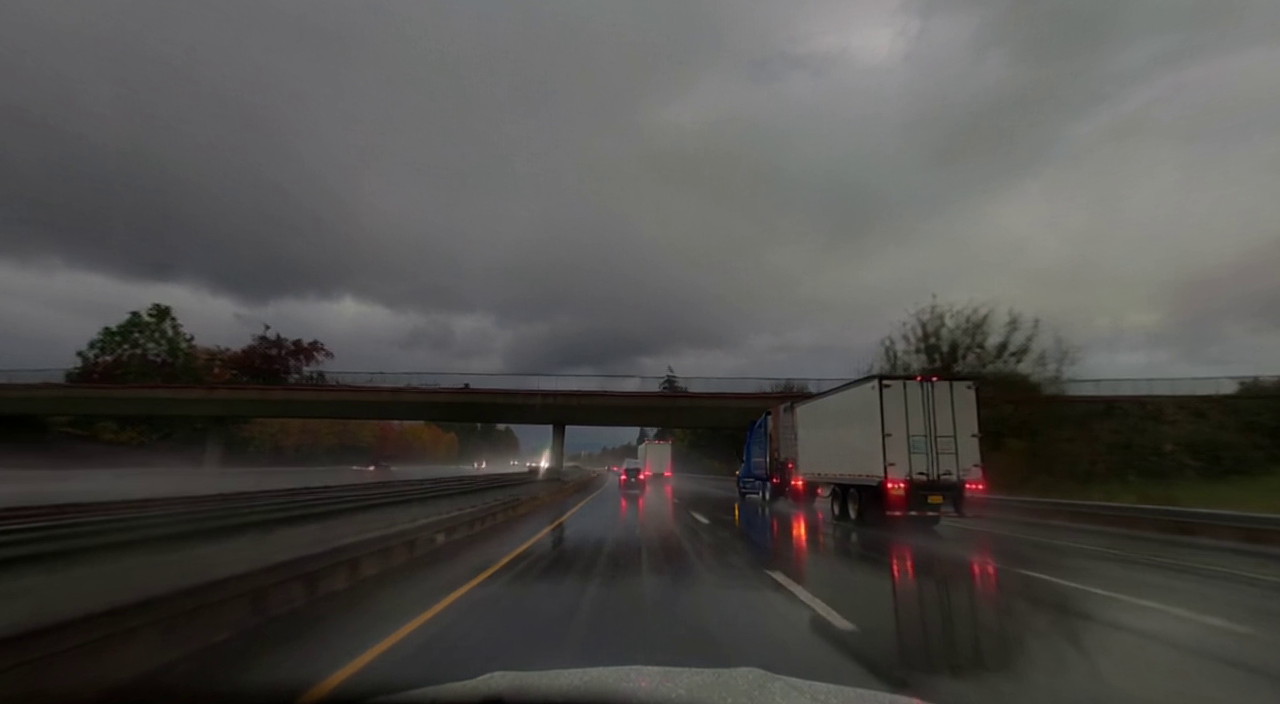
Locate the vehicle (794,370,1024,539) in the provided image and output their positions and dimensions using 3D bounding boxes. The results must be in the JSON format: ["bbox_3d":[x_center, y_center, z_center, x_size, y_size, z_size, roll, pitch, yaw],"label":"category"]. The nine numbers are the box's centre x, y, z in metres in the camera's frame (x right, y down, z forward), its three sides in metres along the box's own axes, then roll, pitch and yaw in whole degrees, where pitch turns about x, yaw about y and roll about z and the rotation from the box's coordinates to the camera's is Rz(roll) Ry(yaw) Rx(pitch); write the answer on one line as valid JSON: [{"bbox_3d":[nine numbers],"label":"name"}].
[{"bbox_3d":[6.922,2.984,18.032,2.839,3.684,8.091,1,-11,-1],"label":"vehicle"}]

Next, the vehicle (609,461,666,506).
[{"bbox_3d":[-0.094,5.116,24.704,2.067,1.552,3.601,1,-11,-1],"label":"vehicle"}]
